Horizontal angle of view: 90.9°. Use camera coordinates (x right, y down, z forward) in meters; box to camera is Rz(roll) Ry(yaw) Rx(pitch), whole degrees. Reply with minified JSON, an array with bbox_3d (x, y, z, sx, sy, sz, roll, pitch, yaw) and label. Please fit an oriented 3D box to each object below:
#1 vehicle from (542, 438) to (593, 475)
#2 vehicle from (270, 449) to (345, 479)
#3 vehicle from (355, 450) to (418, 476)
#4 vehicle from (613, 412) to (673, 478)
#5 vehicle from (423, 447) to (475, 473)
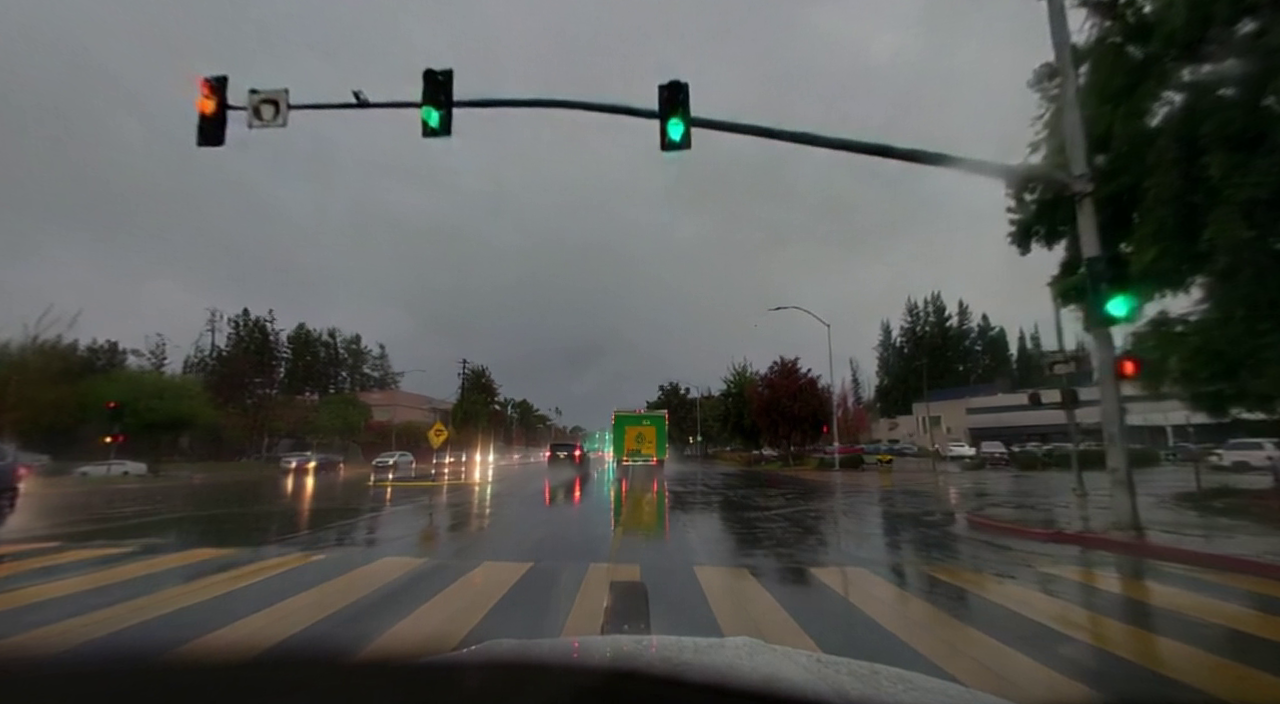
[{"bbox_3d":[-3.844,5.658,34.384,2.184,1.830,4.890,0,-8,0],"label":"vehicle"},{"bbox_3d":[-22.157,7.442,42.219,2.017,1.785,5.092,-1,-8,3],"label":"vehicle"},{"bbox_3d":[-16.243,7.097,40.602,2.022,1.442,4.853,-4,-9,1],"label":"vehicle"},{"bbox_3d":[-0.018,5.196,35.404,2.843,3.120,10.422,0,-8,-2],"label":"vehicle"},{"bbox_3d":[-12.896,7.285,42.854,1.960,1.627,4.784,0,-8,1],"label":"vehicle"}]
